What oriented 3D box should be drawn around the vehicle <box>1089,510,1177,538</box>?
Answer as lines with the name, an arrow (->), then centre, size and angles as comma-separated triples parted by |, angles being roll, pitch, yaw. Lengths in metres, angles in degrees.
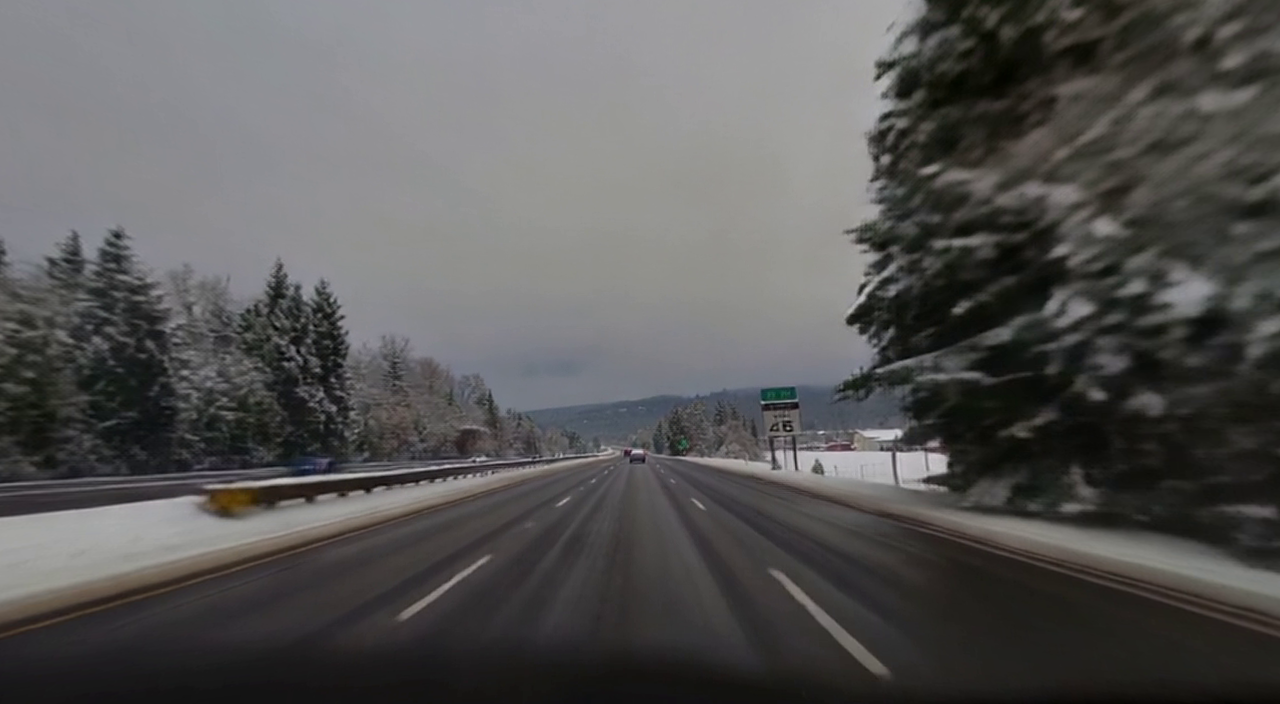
vehicle -> 36.472, 12.733, 46.800 | 4.860, 1.747, 2.125 | 1, -8, -5

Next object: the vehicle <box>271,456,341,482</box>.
vehicle -> -21.224, 7.406, 40.354 | 1.917, 1.480, 4.664 | 0, -9, 1
